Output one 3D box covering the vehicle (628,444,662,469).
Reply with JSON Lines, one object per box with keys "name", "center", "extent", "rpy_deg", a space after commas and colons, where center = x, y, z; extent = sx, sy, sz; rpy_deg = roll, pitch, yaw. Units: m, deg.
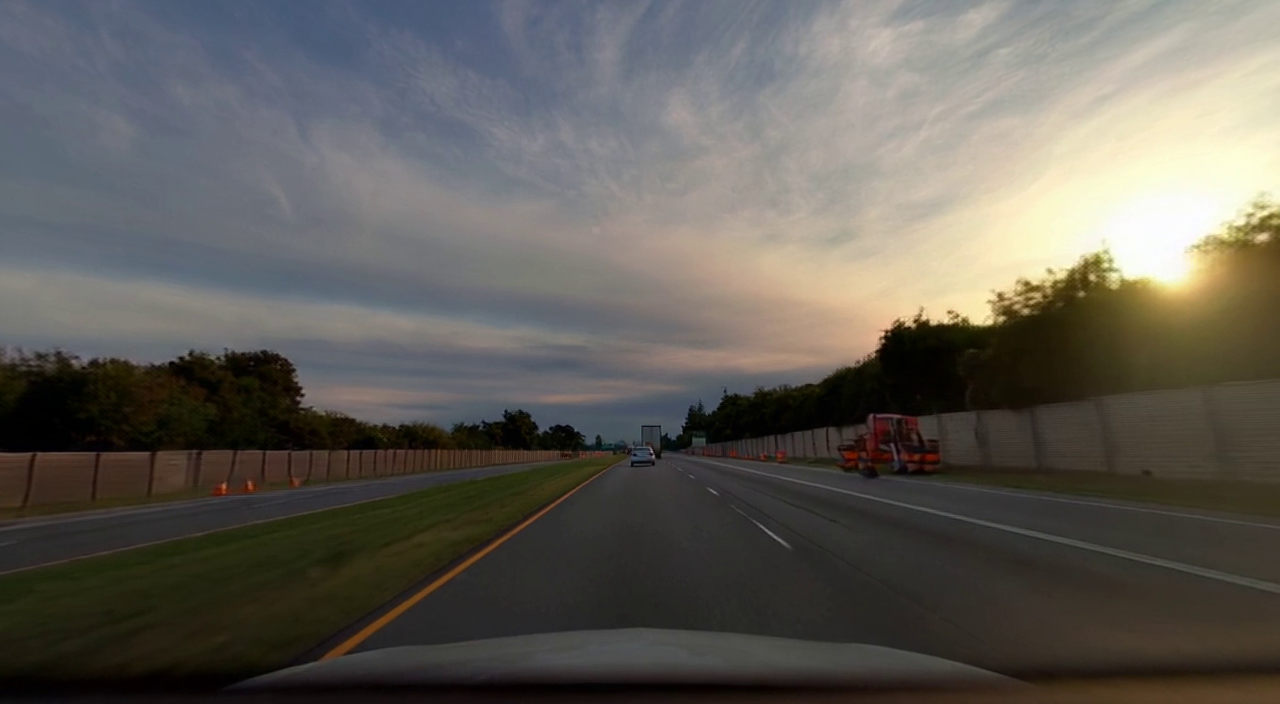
{"name": "vehicle", "center": [0.282, 6.810, 41.217], "extent": [2.065, 1.573, 3.734], "rpy_deg": [0, -9, -1]}
